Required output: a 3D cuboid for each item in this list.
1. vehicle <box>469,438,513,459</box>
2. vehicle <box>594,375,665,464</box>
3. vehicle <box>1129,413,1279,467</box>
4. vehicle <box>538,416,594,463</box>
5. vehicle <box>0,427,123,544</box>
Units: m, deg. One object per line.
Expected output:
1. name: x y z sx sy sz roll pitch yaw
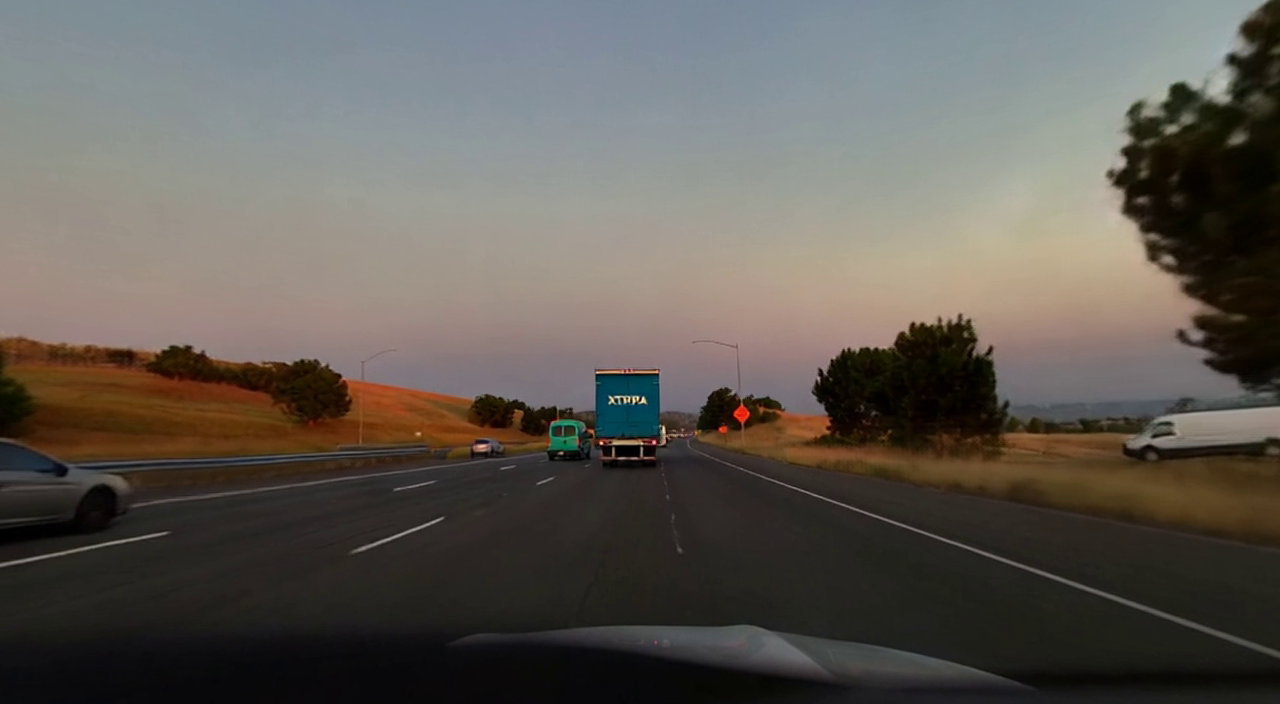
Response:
1. vehicle: -10.825 7.065 46.115 1.901 1.487 4.622 0 -9 2
2. vehicle: -0.297 3.863 33.197 3.183 4.011 9.617 0 -10 2
3. vehicle: 41.570 6.169 44.293 11.230 3.611 2.963 -1 -8 4
4. vehicle: -4.435 5.421 38.782 2.469 2.615 5.874 0 -9 3
5. vehicle: -9.303 1.657 7.709 1.915 1.506 4.594 0 -9 2
